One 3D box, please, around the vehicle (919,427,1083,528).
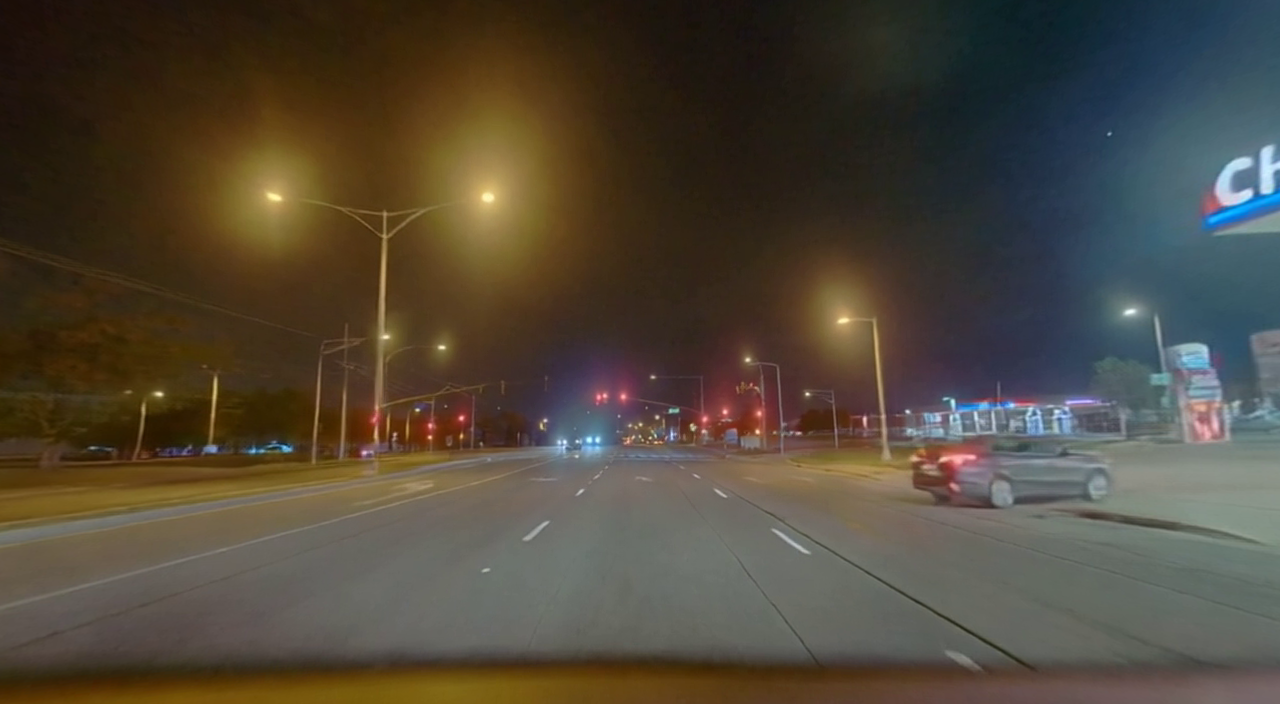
[{"bbox_3d":[6.555,2.226,11.959,2.113,1.470,4.867,-4,-9,25],"label":"vehicle"}]
